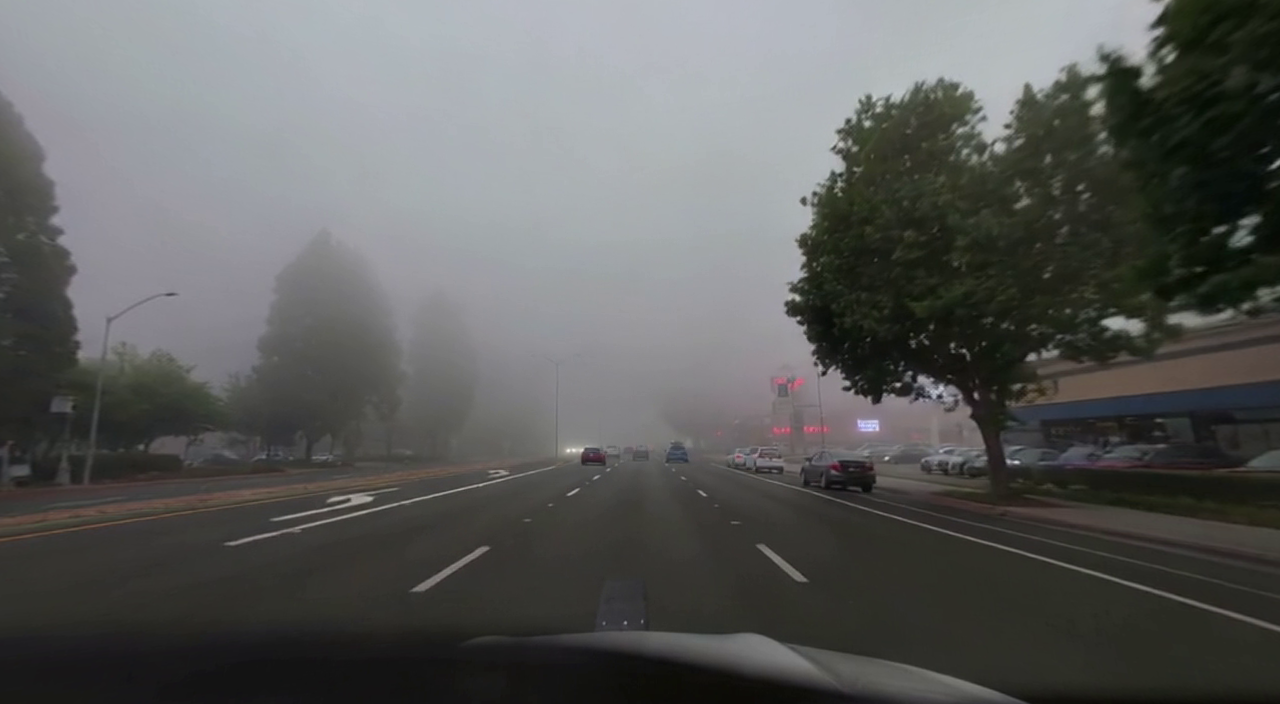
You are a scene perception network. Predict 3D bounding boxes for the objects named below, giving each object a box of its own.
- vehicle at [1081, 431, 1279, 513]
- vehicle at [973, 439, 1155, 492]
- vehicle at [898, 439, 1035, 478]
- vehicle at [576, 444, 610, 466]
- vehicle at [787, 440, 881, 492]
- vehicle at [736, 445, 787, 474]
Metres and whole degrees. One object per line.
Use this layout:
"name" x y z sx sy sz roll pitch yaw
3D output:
"vehicle" 12.730 2.566 13.804 4.597 1.643 1.932 0 -7 2
"vehicle" 12.667 3.395 19.053 4.119 1.501 1.809 0 -8 2
"vehicle" 12.813 4.187 24.878 4.357 1.463 1.915 1 -8 -4
"vehicle" -3.287 7.286 44.765 2.005 1.446 4.265 0 -8 0
"vehicle" 6.658 3.925 22.116 1.934 1.641 4.117 0 -8 0
"vehicle" 6.837 6.049 35.903 1.869 1.516 4.767 0 -8 -1
